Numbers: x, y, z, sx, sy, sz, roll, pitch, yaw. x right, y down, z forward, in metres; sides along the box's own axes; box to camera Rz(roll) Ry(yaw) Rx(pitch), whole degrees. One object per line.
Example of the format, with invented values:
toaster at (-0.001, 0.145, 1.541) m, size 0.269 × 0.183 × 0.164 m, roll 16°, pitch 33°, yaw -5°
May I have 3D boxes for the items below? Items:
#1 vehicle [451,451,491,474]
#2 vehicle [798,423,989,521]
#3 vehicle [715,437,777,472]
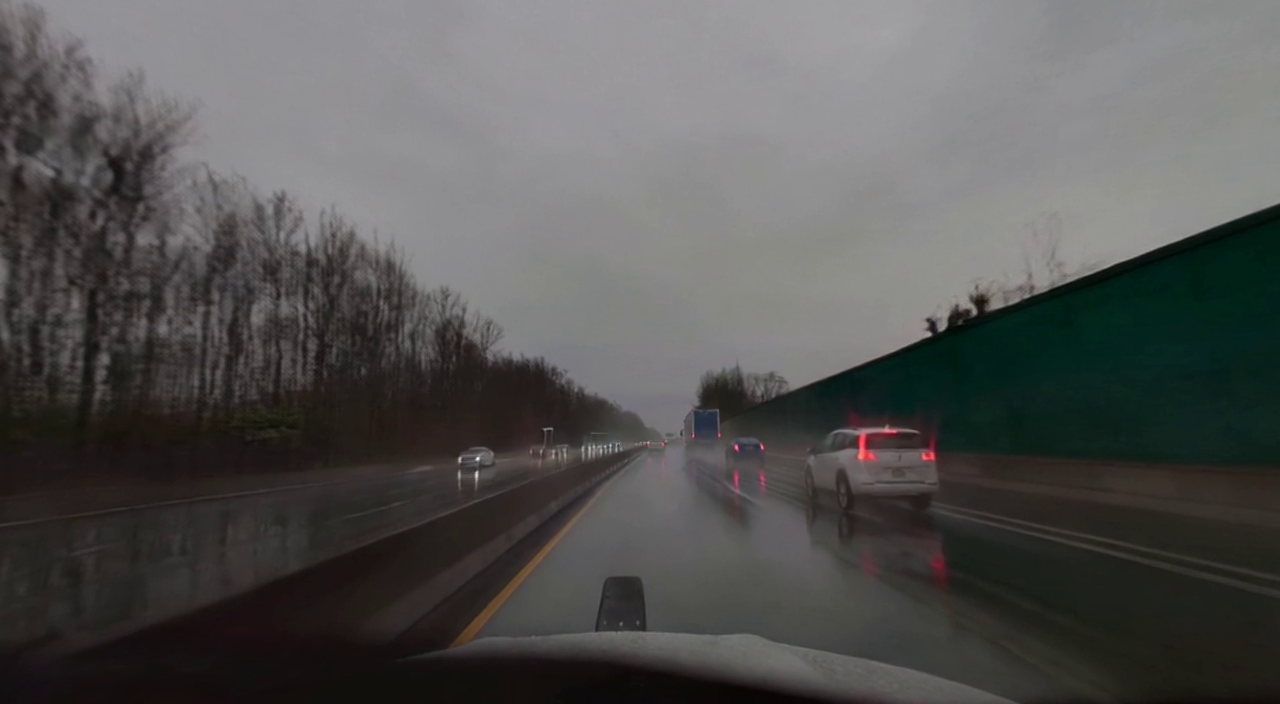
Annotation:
vehicle at (-11.954, 7.794, 44.773) m, size 1.810 × 1.481 × 3.837 m, roll 0°, pitch -8°, yaw -1°
vehicle at (4.575, 2.213, 12.135) m, size 1.940 × 1.539 × 4.005 m, roll 0°, pitch -8°, yaw -1°
vehicle at (4.732, 4.630, 28.695) m, size 2.000 × 1.473 × 4.440 m, roll 0°, pitch -8°, yaw -1°
